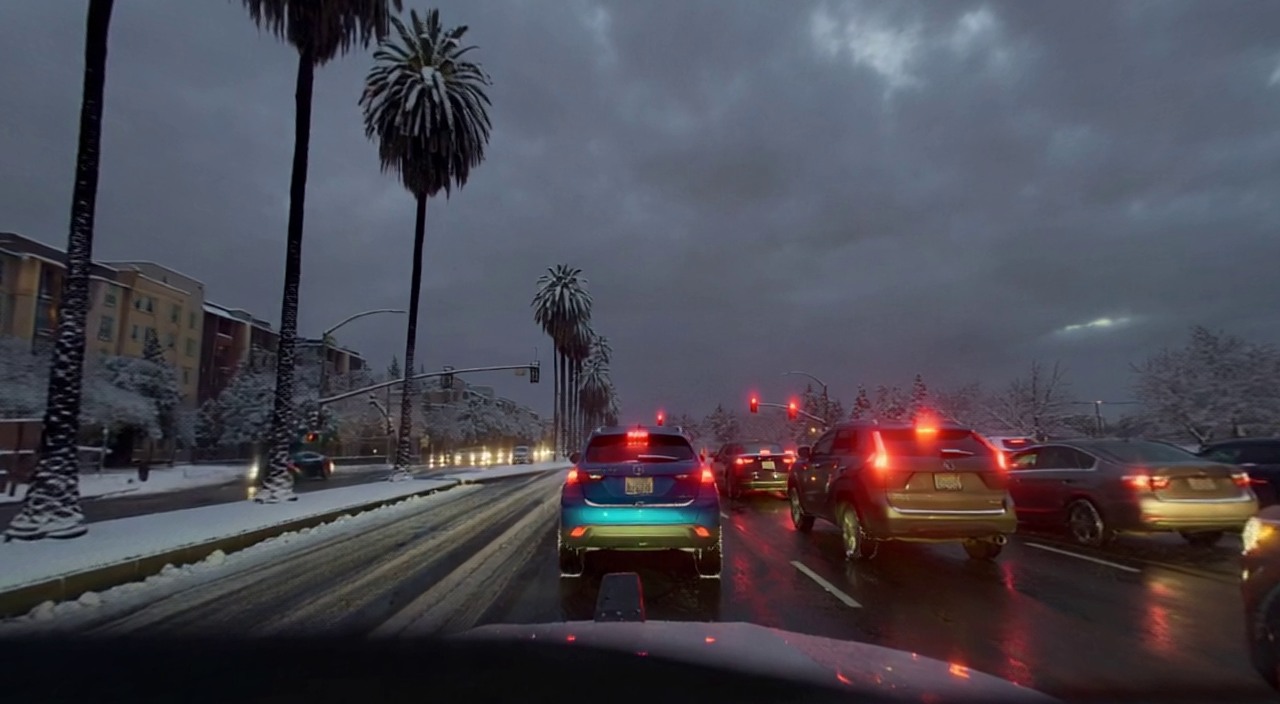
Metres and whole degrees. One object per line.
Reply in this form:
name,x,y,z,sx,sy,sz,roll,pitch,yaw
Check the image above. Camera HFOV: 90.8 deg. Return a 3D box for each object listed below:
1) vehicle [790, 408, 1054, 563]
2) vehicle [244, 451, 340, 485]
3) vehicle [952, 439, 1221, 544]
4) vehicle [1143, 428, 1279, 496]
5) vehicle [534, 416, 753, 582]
vehicle,3.669,1.815,9.247,1.947,1.725,4.159,0,-9,0
vehicle,-16.341,5.452,29.978,2.021,1.464,4.505,0,-9,-1
vehicle,7.370,2.298,11.056,1.832,1.477,3.981,0,-9,2
vehicle,18.062,3.201,18.486,4.786,1.848,2.107,0,-9,-1
vehicle,0.027,1.711,8.117,2.083,1.572,4.021,0,-9,0
